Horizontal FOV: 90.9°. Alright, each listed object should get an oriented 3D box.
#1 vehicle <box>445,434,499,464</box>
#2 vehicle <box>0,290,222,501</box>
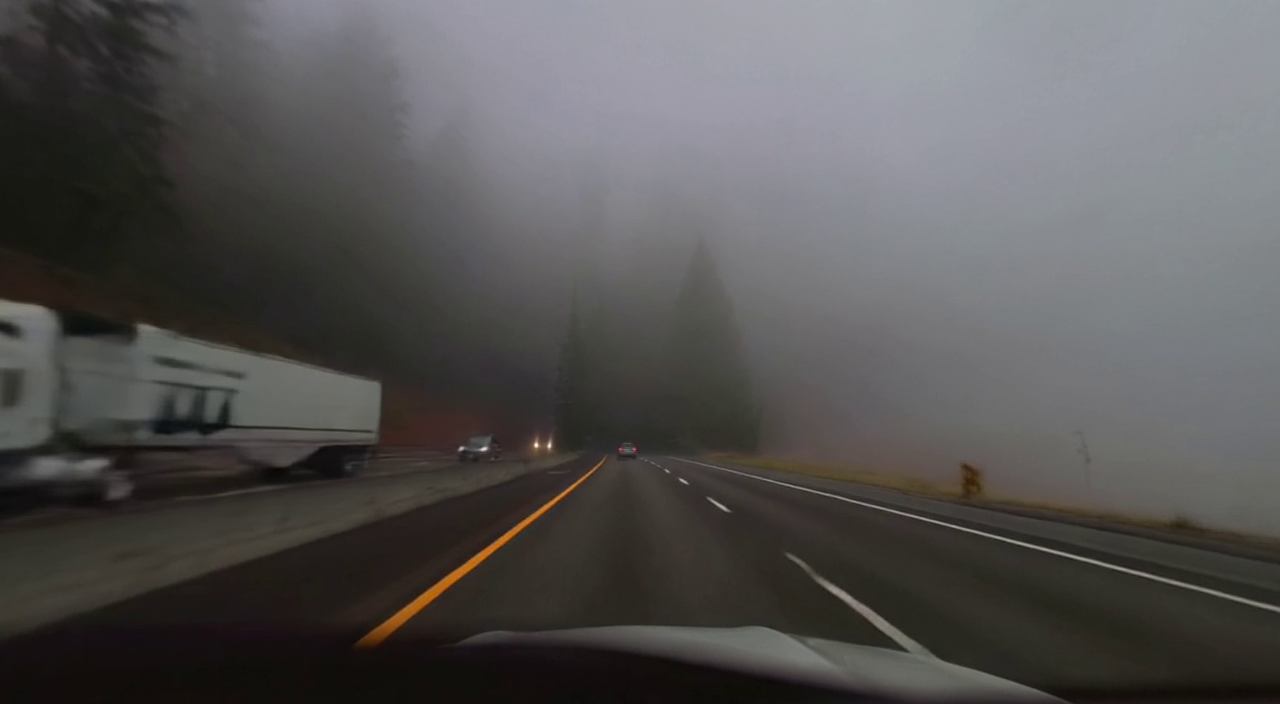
[{"bbox_3d":[-9.852,5.760,37.377,2.017,1.646,4.601,0,-8,-1],"label":"vehicle"},{"bbox_3d":[-13.731,1.118,13.992,3.016,3.981,8.399,0,-8,0],"label":"vehicle"}]
